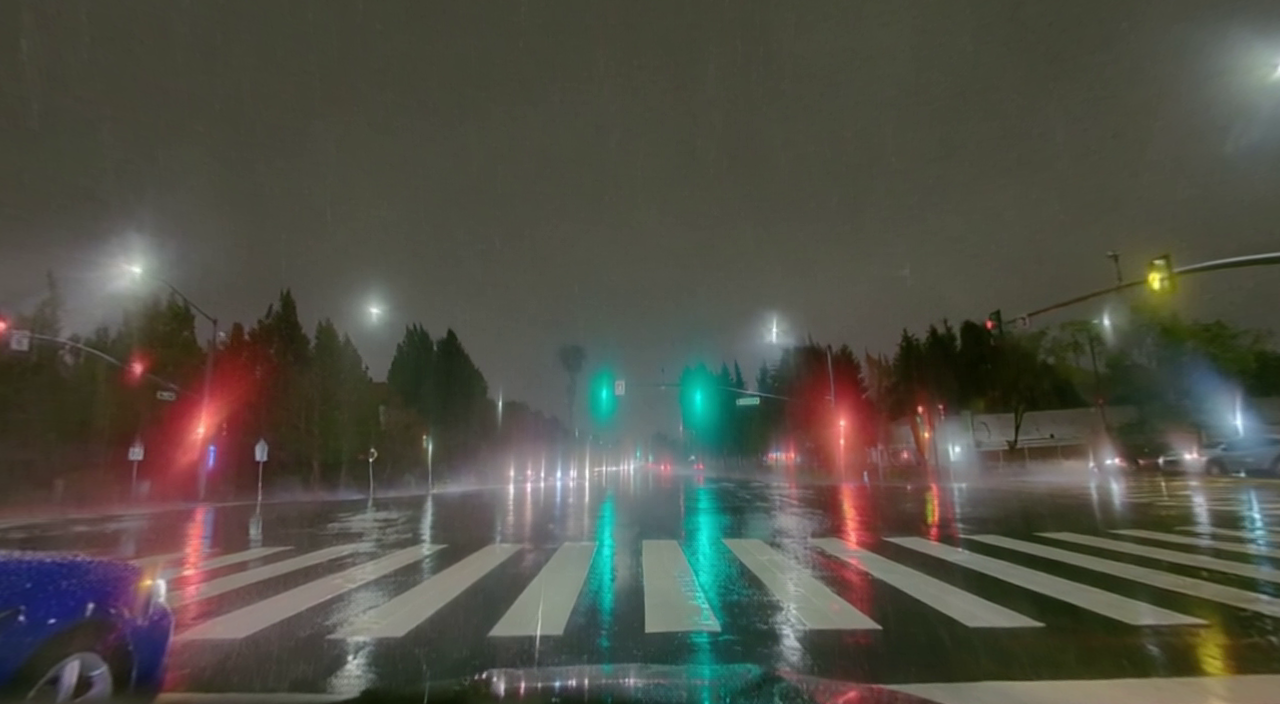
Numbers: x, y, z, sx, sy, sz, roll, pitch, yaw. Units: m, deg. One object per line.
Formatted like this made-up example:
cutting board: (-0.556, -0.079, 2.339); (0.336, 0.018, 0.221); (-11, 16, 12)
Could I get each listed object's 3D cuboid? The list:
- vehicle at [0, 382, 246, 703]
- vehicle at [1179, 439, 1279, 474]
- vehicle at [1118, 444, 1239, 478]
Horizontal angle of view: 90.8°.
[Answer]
vehicle: (-2.989, 0.753, 1.238); (1.969, 1.513, 3.773); (0, -8, 0)
vehicle: (25.674, 4.379, 26.586); (4.347, 1.411, 1.784); (0, -8, -2)
vehicle: (25.106, 5.047, 29.521); (4.123, 1.469, 1.790); (0, -8, -5)
